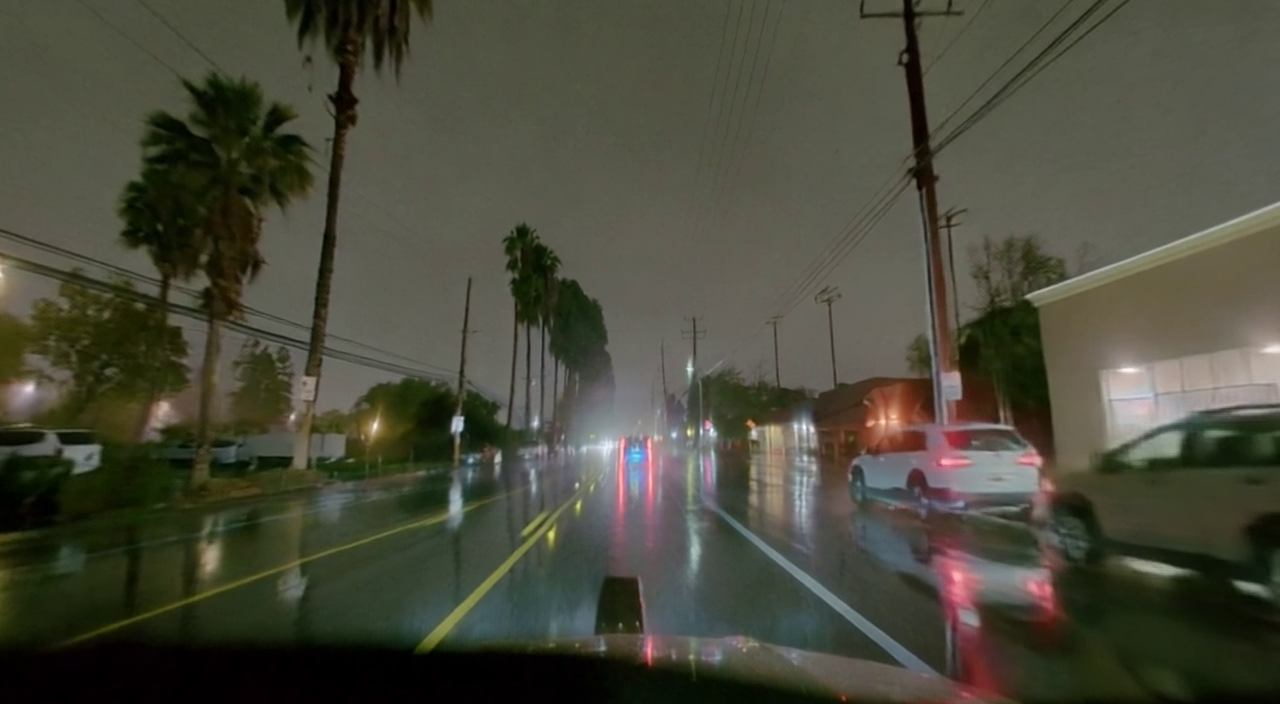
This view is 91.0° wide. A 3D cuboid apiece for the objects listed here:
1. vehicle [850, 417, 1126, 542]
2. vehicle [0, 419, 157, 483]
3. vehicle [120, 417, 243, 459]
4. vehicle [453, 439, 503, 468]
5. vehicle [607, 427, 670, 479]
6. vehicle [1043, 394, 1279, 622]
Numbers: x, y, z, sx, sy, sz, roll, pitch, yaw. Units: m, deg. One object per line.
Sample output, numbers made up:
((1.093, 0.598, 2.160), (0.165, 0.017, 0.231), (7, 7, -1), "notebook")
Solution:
((6.002, 2.248, 11.908), (2.153, 1.801, 5.163), (0, -8, -1), "vehicle")
((-17.513, 2.995, 19.249), (2.084, 1.678, 4.707), (0, -8, -6), "vehicle")
((-20.784, 3.916, 28.651), (1.911, 1.762, 4.127), (-8, -11, 43), "vehicle")
((-10.382, 6.509, 40.687), (2.075, 1.693, 4.696), (0, -8, -1), "vehicle")
((-0.105, 3.928, 24.770), (2.264, 1.798, 4.563), (0, -8, -1), "vehicle")
((6.050, 1.323, 5.594), (1.945, 1.791, 4.460), (0, -8, 0), "vehicle")
